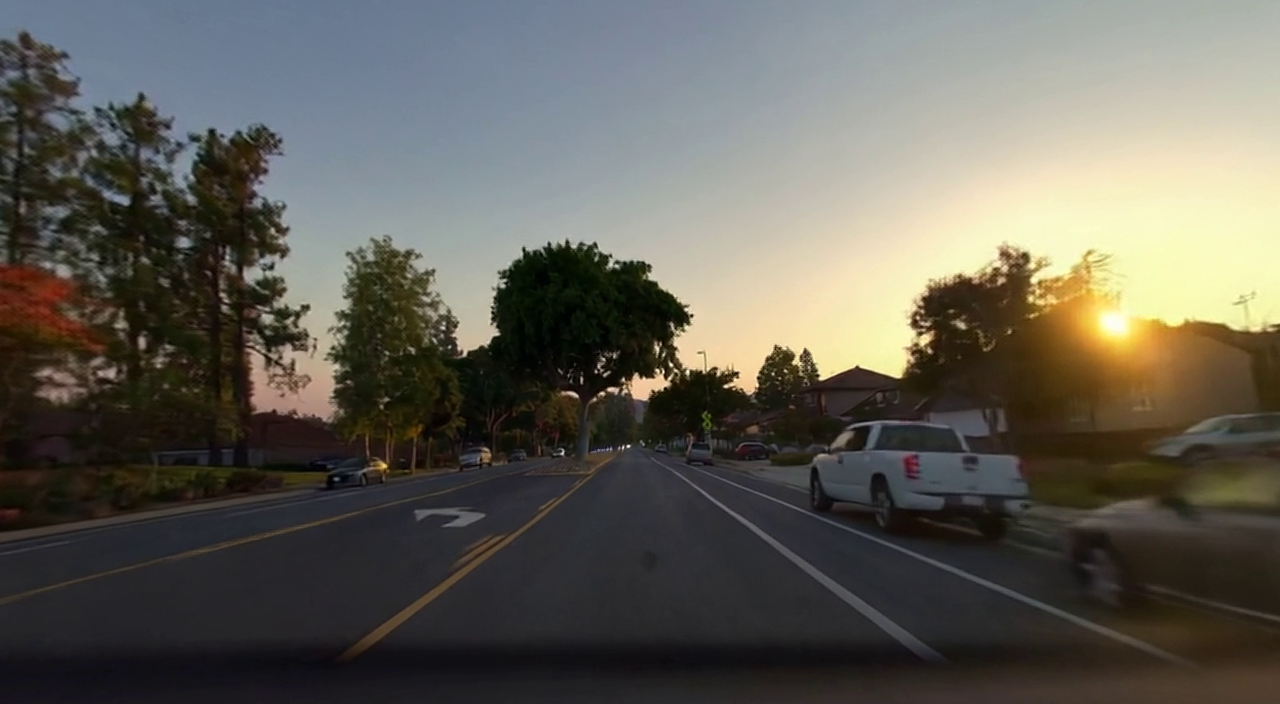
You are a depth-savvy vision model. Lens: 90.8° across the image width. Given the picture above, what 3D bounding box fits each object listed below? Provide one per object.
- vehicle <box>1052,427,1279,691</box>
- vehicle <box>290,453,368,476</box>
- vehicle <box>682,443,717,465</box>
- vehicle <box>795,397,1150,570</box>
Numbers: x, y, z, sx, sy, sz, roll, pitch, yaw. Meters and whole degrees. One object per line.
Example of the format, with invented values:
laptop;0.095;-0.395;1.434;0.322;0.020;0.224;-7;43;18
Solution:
vehicle;4.559;1.111;3.239;1.919;1.474;4.370;0;-9;0
vehicle;-21.926;7.916;44.614;4.413;1.477;2.100;-1;-9;0
vehicle;4.043;7.010;43.577;1.970;1.455;4.233;0;-9;-1
vehicle;4.347;1.879;9.873;2.293;1.858;5.868;0;-9;-1
